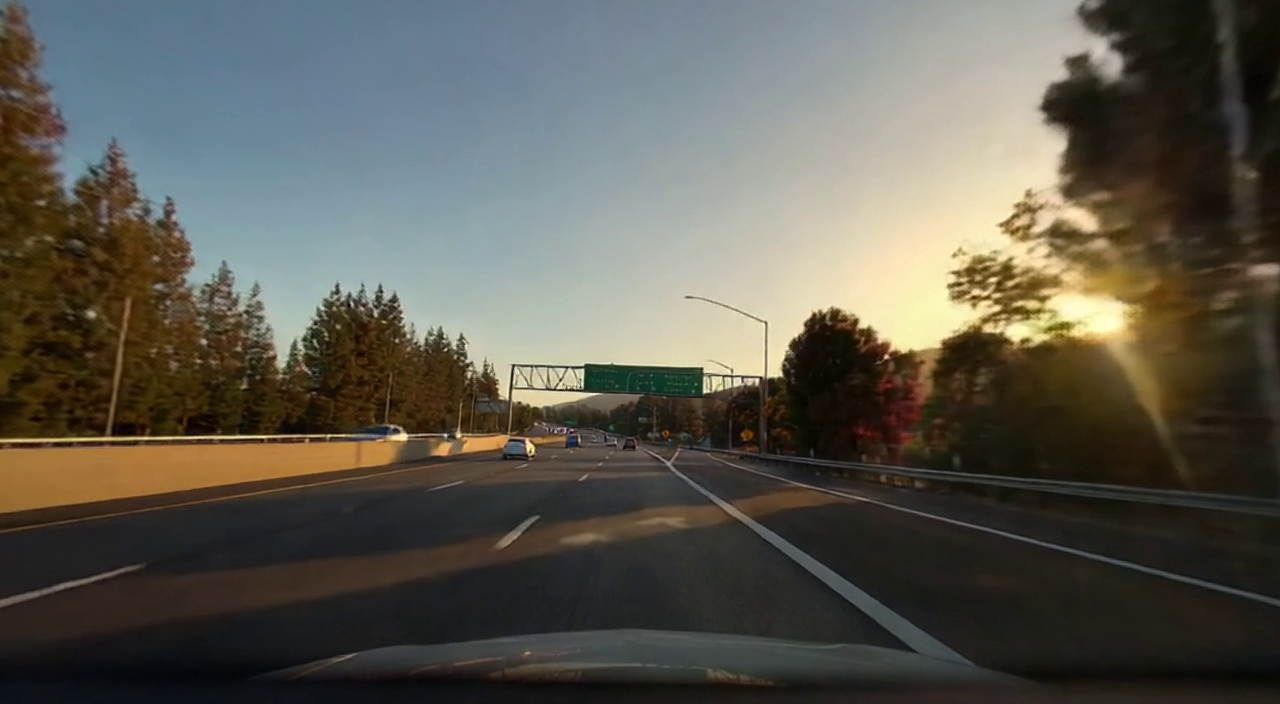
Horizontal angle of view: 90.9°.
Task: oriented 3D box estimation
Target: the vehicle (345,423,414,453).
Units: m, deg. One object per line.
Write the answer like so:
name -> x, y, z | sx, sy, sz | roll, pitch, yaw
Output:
vehicle -> -18.123, 6.069, 44.241 | 2.260, 1.902, 5.848 | 0, -8, 1

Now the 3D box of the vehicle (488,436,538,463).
vehicle -> -7.513, 5.839, 37.813 | 2.025, 1.494, 4.495 | 0, -8, 0
